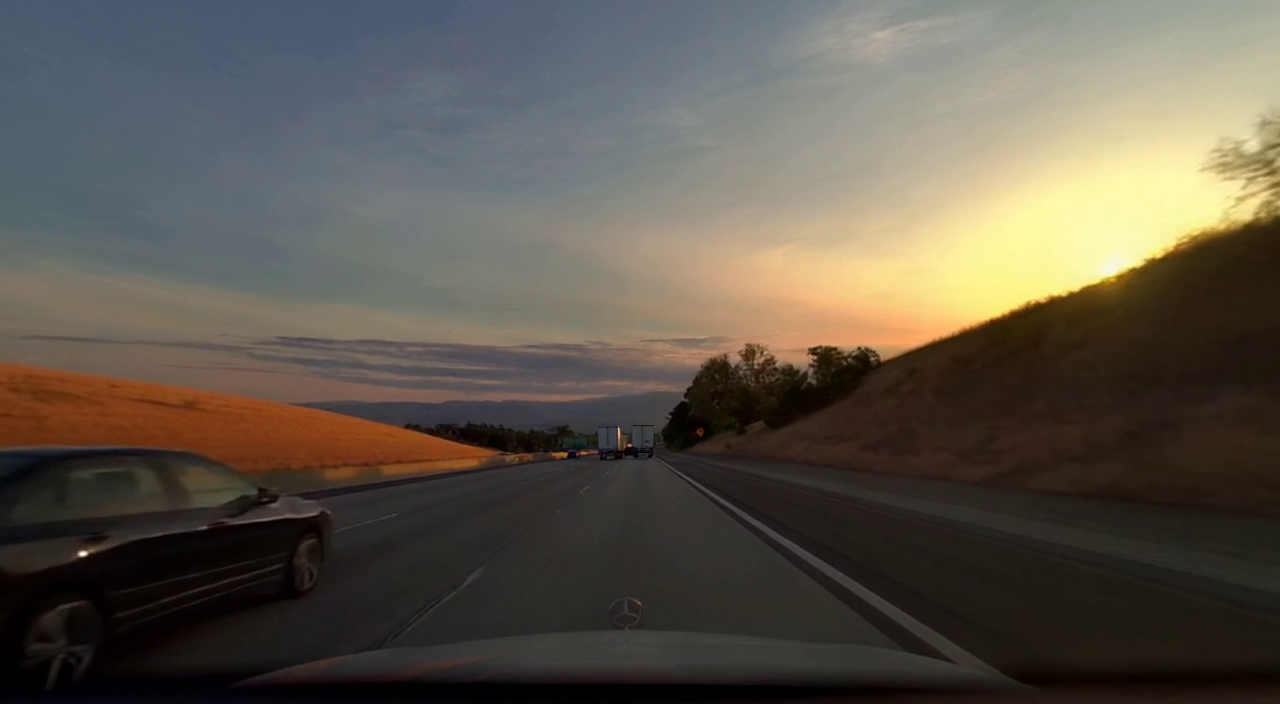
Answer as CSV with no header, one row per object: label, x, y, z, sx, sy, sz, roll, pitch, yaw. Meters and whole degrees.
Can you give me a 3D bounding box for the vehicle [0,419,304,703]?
vehicle,-4.238,1.213,3.803,1.992,1.535,4.406,0,-9,0
